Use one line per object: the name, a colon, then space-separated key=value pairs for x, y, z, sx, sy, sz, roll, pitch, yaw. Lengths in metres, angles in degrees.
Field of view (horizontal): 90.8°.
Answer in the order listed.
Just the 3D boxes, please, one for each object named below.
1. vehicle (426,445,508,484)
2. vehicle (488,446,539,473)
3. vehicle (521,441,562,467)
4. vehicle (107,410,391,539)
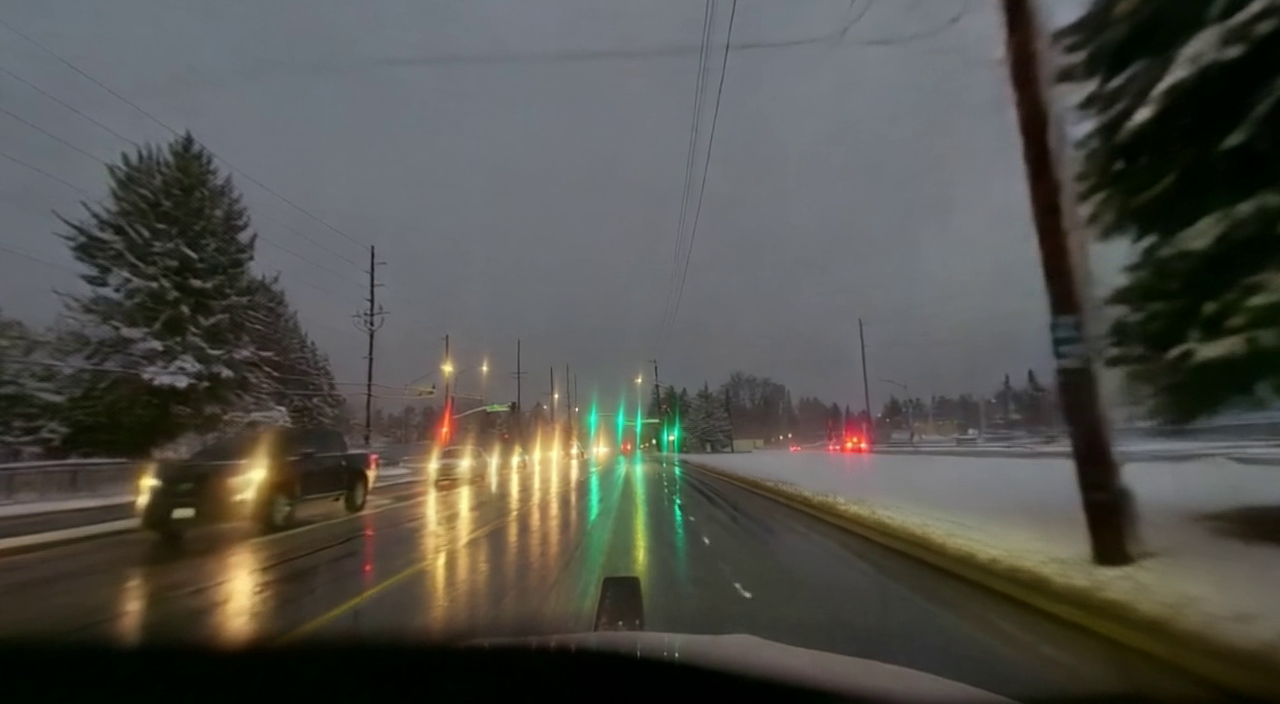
vehicle: x=-7.157 y=4.694 z=26.745 sx=2.030 sy=1.482 sz=4.818 roll=0 pitch=-9 yaw=1
vehicle: x=-7.119 y=6.100 z=36.051 sx=2.008 sy=1.456 sz=4.409 roll=0 pitch=-9 yaw=0
vehicle: x=-7.090 y=7.397 z=46.017 sx=2.101 sy=1.768 sz=5.040 roll=0 pitch=-9 yaw=0
vehicle: x=-6.712 y=2.174 z=11.796 sx=2.337 sy=1.862 sz=4.924 roll=1 pitch=-9 yaw=-4
